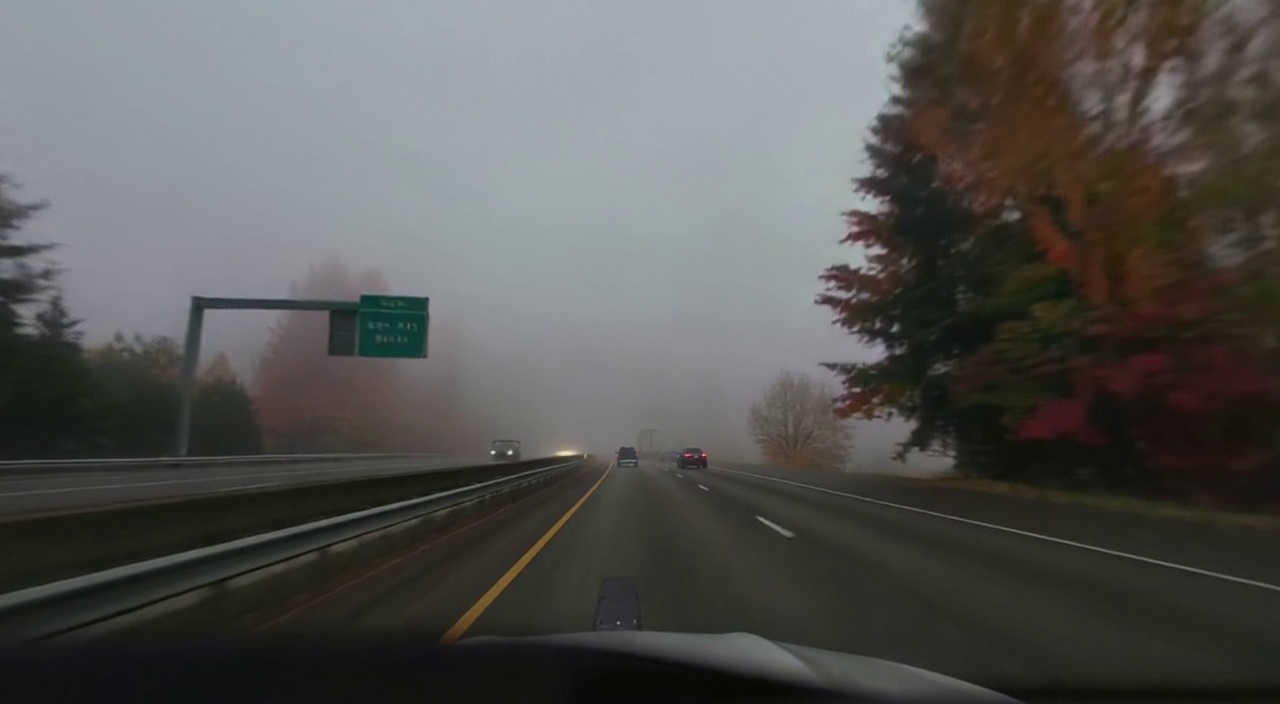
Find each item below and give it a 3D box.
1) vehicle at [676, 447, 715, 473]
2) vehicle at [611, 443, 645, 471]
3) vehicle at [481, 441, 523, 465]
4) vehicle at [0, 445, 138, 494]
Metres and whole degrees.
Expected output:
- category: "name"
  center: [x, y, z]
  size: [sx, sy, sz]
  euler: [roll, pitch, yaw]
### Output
- category: "vehicle"
  center: [3.412, 6.683, 39.005]
  size: [1.968, 1.513, 3.911]
  euler: [0, -9, -1]
- category: "vehicle"
  center: [-0.805, 6.981, 41.804]
  size: [2.151, 1.693, 4.201]
  euler: [0, -9, -2]
- category: "vehicle"
  center: [-9.215, 6.770, 42.169]
  size: [1.898, 1.521, 4.308]
  euler: [0, -9, -1]
- category: "vehicle"
  center: [-44.915, 9.032, 49.360]
  size: [2.868, 3.423, 9.459]
  euler: [0, -8, -1]
